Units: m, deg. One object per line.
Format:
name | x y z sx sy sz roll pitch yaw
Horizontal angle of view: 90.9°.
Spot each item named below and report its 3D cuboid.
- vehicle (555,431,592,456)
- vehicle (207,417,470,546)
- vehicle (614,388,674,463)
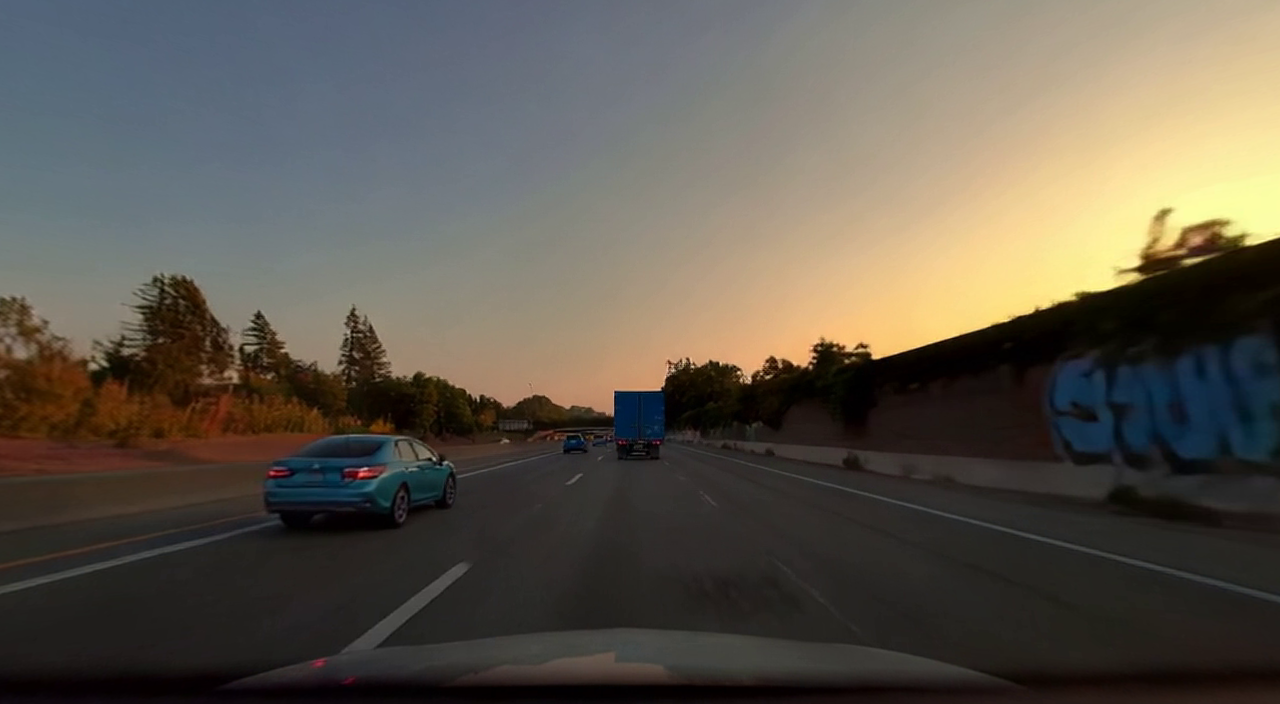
vehicle | -4.491 6.257 43.235 2.058 1.645 4.130 0 -8 0
vehicle | -4.231 1.861 9.867 1.948 1.526 4.525 0 -8 -1
vehicle | 0.030 4.206 35.478 2.927 3.649 9.443 0 -8 -2
